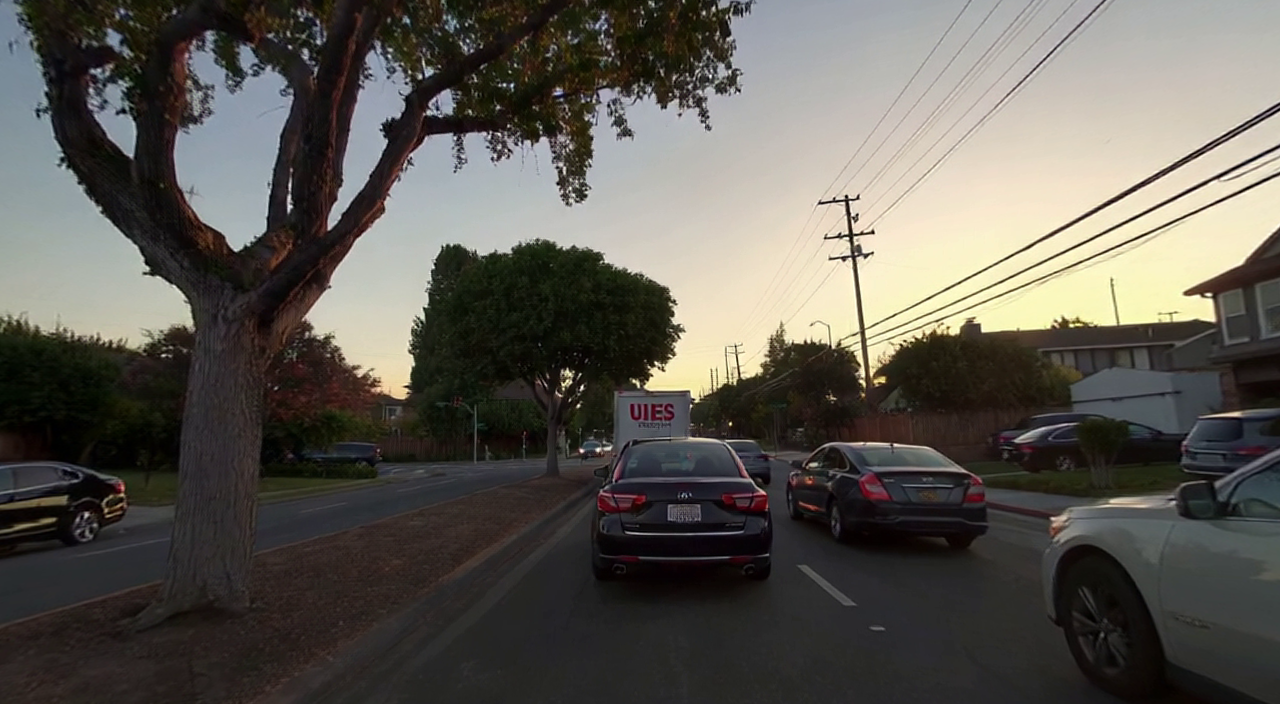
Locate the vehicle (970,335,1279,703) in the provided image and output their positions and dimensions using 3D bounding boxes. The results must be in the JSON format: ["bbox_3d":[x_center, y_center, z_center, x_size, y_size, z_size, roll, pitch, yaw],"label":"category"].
[{"bbox_3d":[3.304,0.759,1.899,2.069,1.722,4.888,0,-8,2],"label":"vehicle"}]

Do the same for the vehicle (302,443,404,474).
[{"bbox_3d":[-17.428,6.467,38.247,5.274,1.793,1.921,0,-8,2],"label":"vehicle"}]

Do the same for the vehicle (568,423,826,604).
[{"bbox_3d":[0.475,1.684,7.515,2.158,1.499,4.377,0,-8,0],"label":"vehicle"}]

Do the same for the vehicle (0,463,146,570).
[{"bbox_3d":[-10.353,2.482,9.442,1.925,1.482,4.753,0,-8,0],"label":"vehicle"}]

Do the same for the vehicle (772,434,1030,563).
[{"bbox_3d":[3.513,2.040,9.581,1.993,1.479,4.487,0,-8,0],"label":"vehicle"}]
